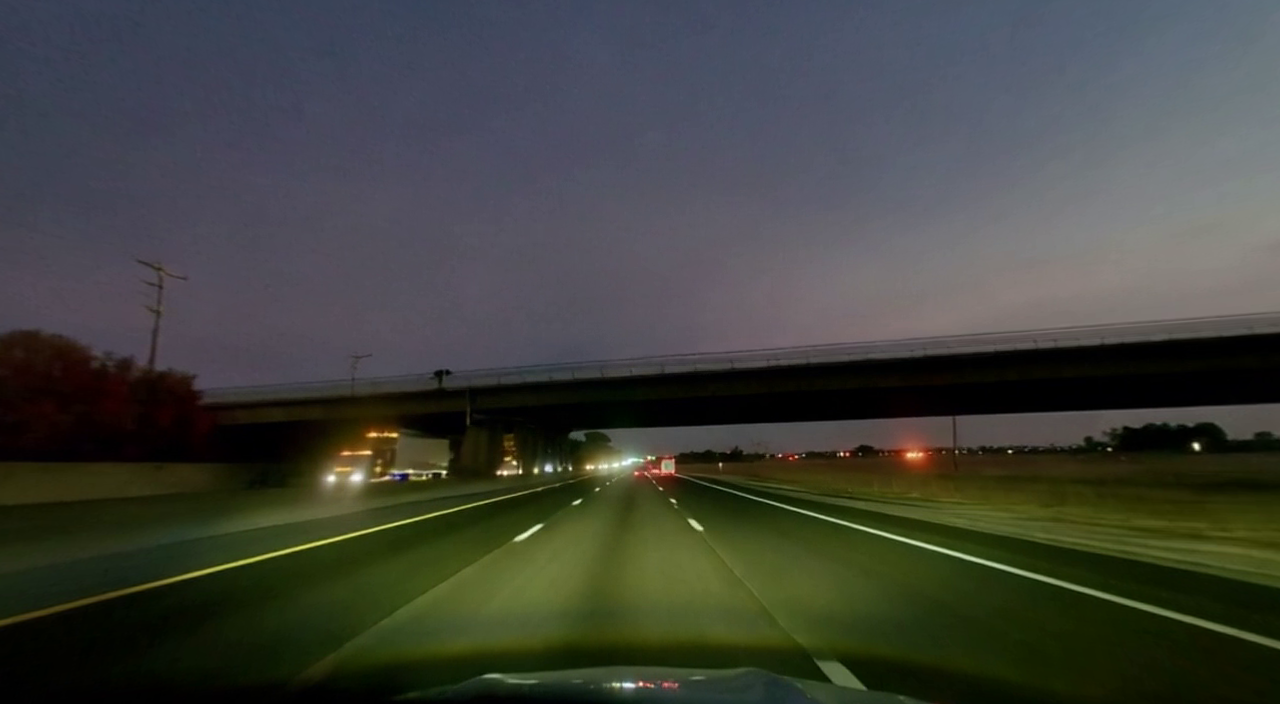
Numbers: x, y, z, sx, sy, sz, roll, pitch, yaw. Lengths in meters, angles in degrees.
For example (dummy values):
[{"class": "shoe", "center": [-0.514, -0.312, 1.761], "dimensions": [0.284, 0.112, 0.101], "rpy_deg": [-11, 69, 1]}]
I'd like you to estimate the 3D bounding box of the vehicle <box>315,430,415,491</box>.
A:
[{"class": "vehicle", "center": [-20.566, 8.307, 48.007], "dimensions": [2.936, 4.096, 9.901], "rpy_deg": [1, -10, 0]}]
